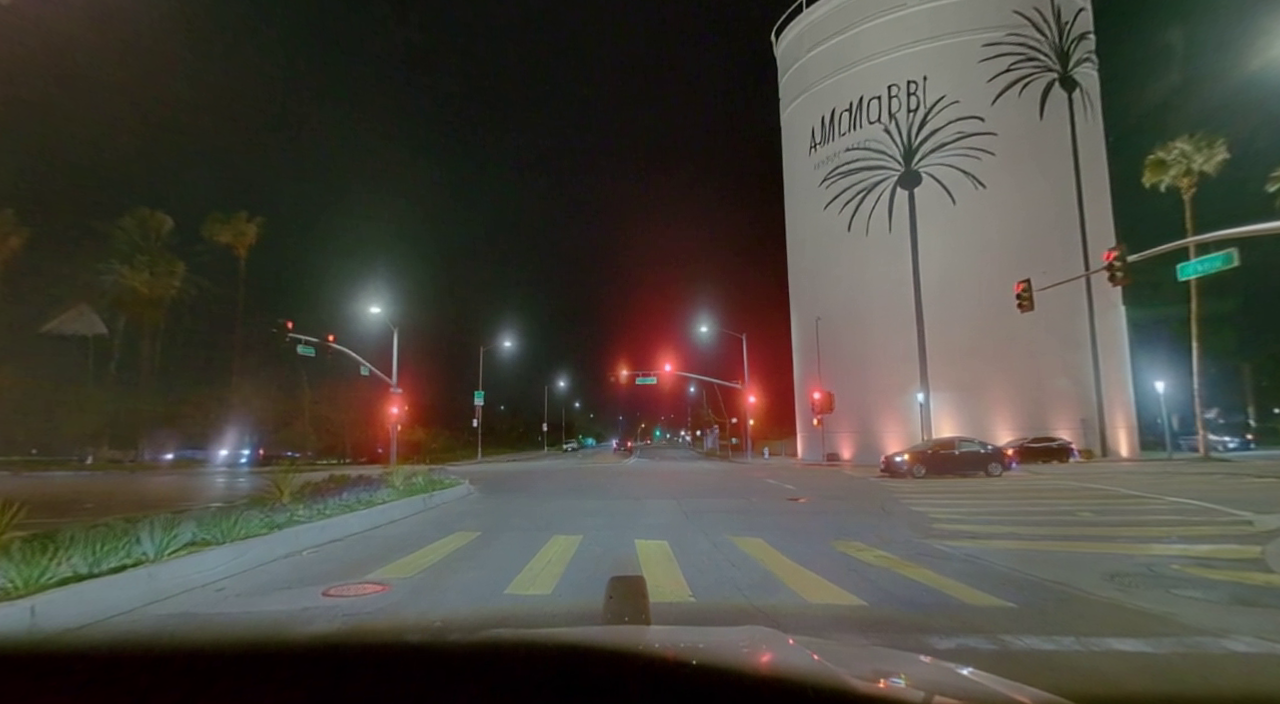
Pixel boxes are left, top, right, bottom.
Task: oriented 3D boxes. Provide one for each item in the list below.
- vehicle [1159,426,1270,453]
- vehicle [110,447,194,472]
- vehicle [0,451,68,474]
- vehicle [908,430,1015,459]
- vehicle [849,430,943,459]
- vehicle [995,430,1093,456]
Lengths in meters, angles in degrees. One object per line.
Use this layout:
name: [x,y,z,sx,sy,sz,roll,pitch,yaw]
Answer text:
vehicle: [33.139,5.062,36.440,4.567,1.458,1.791,0,-8,0]
vehicle: [-33.094,7.279,42.827,4.136,1.661,1.857,0,-8,1]
vehicle: [-41.661,7.497,42.844,3.698,1.467,1.779,0,-8,1]
vehicle: [16.912,4.868,33.305,4.684,1.461,1.777,0,-8,-1]
vehicle: [14.974,5.428,37.030,4.648,1.665,1.910,0,-8,0]
vehicle: [23.502,5.338,36.777,4.423,1.465,1.798,0,-8,1]
